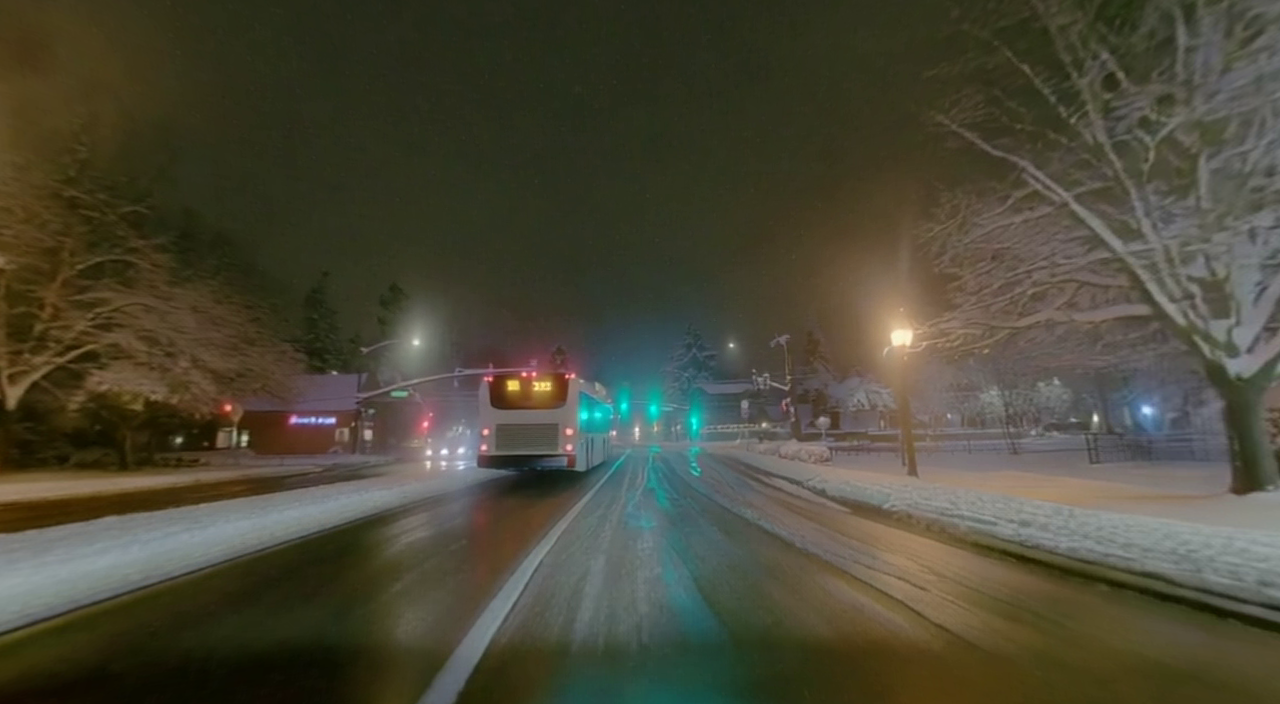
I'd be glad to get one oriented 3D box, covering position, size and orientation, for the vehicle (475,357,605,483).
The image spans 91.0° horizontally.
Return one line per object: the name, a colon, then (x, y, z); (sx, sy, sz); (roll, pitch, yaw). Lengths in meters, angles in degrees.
vehicle: (-3.026, 2.660, 22.696); (3.031, 3.429, 11.005); (0, -9, -1)
